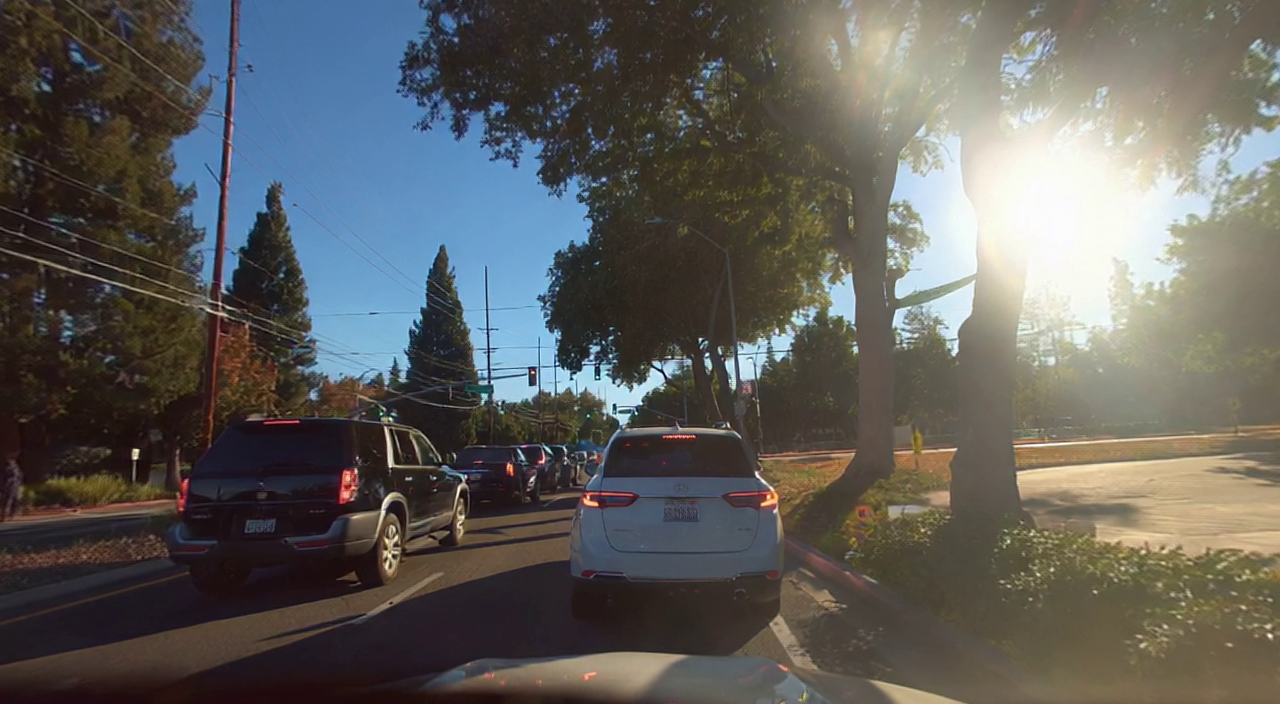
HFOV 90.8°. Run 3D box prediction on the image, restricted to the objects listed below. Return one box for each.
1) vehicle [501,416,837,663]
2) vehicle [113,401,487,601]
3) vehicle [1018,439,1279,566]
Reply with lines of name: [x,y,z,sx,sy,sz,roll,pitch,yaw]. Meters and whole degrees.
vehicle: [0.111,1.448,5.949,2.056,1.487,4.003,0,-9,-2]
vehicle: [-3.477,1.615,7.703,2.105,1.706,4.337,0,-9,0]
vehicle: [8.378,2.157,9.931,1.993,1.508,4.521,0,-9,-1]
